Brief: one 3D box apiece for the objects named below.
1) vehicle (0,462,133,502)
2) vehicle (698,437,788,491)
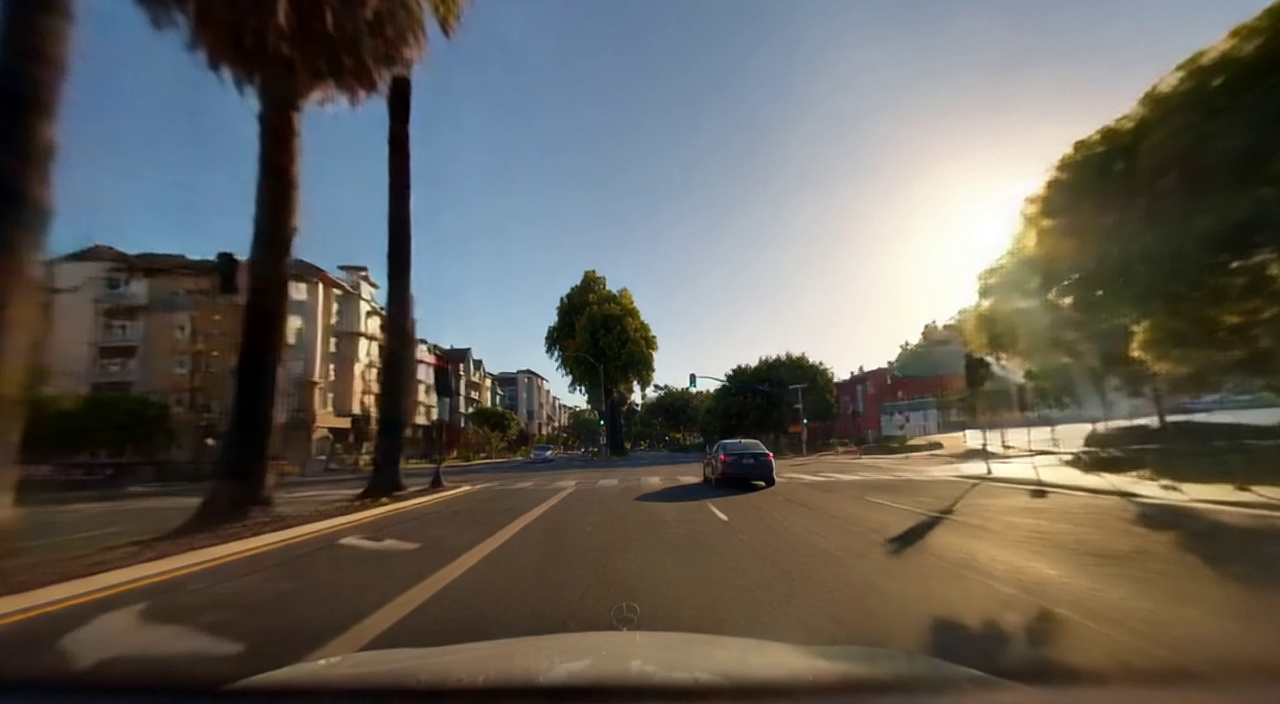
[{"bbox_3d":[-26.802,6.042,29.538,4.558,1.718,2.151,-2,-8,8],"label":"vehicle"},{"bbox_3d":[3.061,3.432,19.737,1.964,1.448,4.295,0,-8,-2],"label":"vehicle"}]
